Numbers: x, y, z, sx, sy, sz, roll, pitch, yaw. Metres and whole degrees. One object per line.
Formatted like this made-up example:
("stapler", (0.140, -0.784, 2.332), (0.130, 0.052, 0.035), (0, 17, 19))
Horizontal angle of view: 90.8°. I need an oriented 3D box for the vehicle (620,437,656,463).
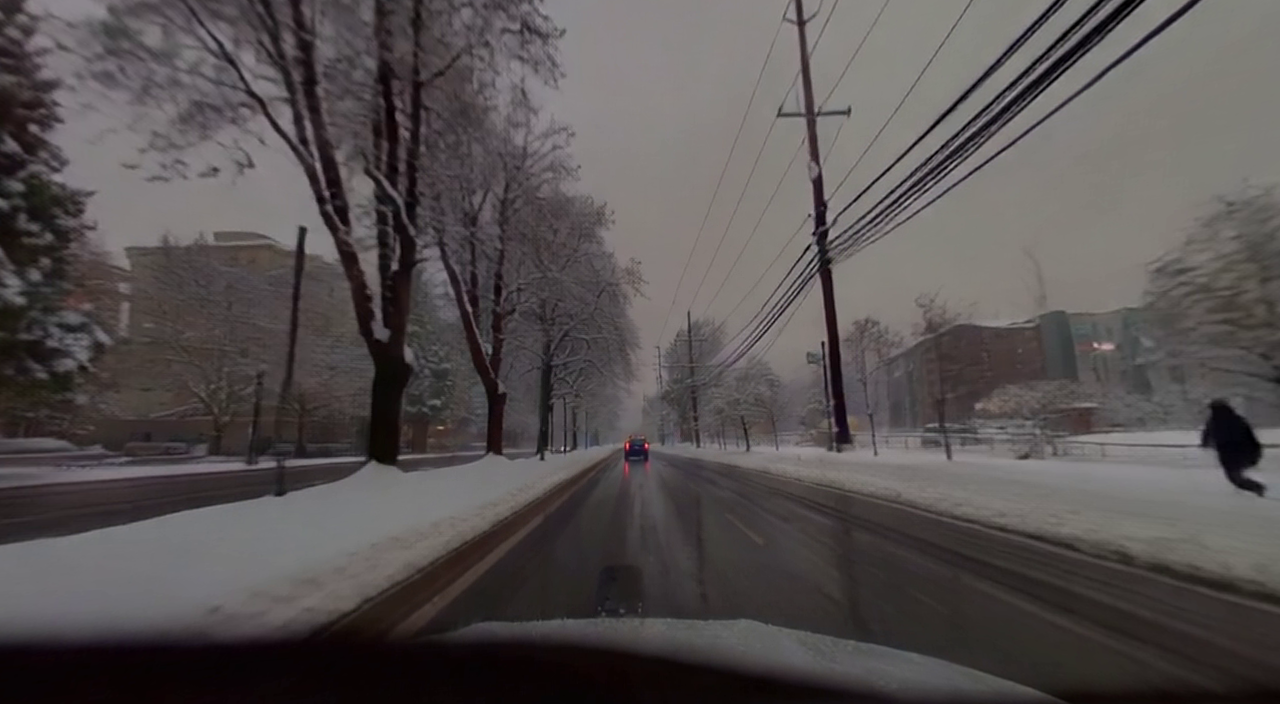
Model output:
("vehicle", (-0.190, 6.043, 39.325), (2.109, 1.501, 4.042), (0, -8, -2))
